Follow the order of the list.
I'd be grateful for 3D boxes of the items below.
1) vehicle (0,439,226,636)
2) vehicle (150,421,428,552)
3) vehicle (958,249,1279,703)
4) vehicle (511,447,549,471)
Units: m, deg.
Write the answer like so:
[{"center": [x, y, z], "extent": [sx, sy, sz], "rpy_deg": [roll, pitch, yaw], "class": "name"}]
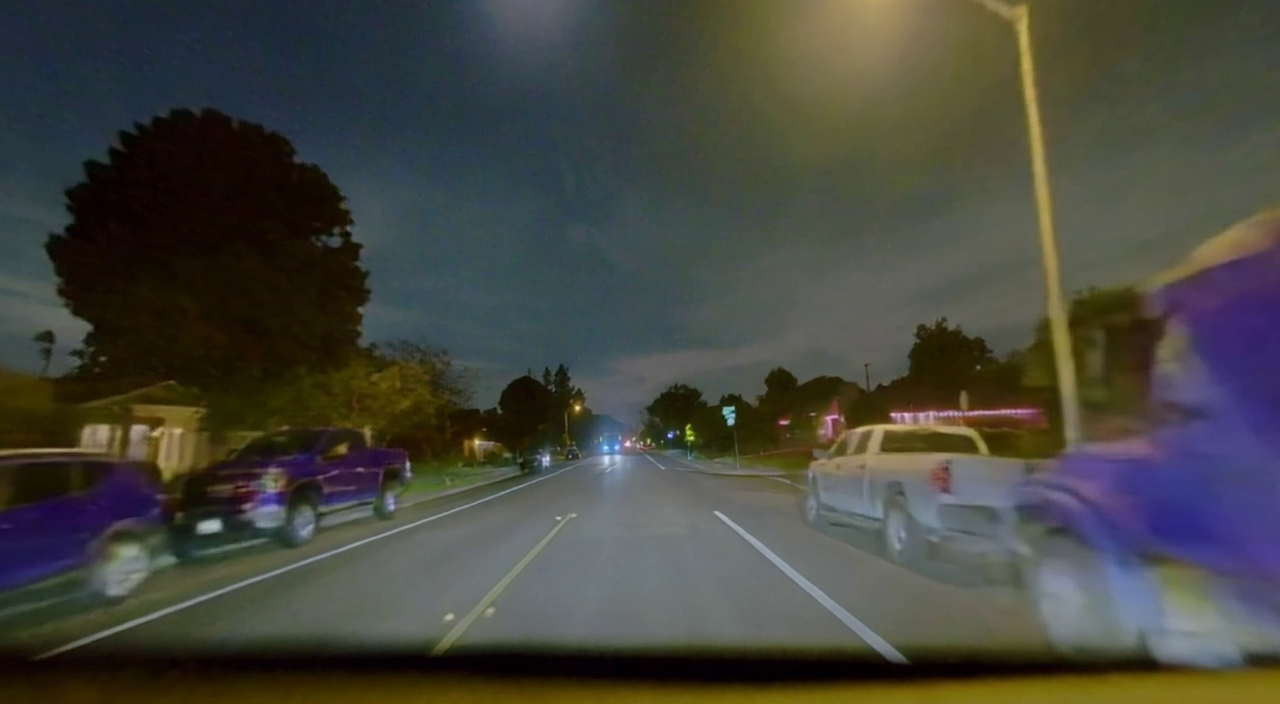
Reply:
[{"center": [-6.862, 1.771, 6.236], "extent": [2.005, 1.785, 5.179], "rpy_deg": [0, -9, 0], "class": "vehicle"}, {"center": [-6.557, 2.576, 12.983], "extent": [2.302, 2.059, 5.758], "rpy_deg": [0, -9, 1], "class": "vehicle"}, {"center": [3.446, 0.559, 1.545], "extent": [2.332, 2.044, 5.695], "rpy_deg": [0, -9, 0], "class": "vehicle"}, {"center": [-8.572, 8.356, 49.699], "extent": [2.119, 1.775, 4.643], "rpy_deg": [0, -9, 1], "class": "vehicle"}]
